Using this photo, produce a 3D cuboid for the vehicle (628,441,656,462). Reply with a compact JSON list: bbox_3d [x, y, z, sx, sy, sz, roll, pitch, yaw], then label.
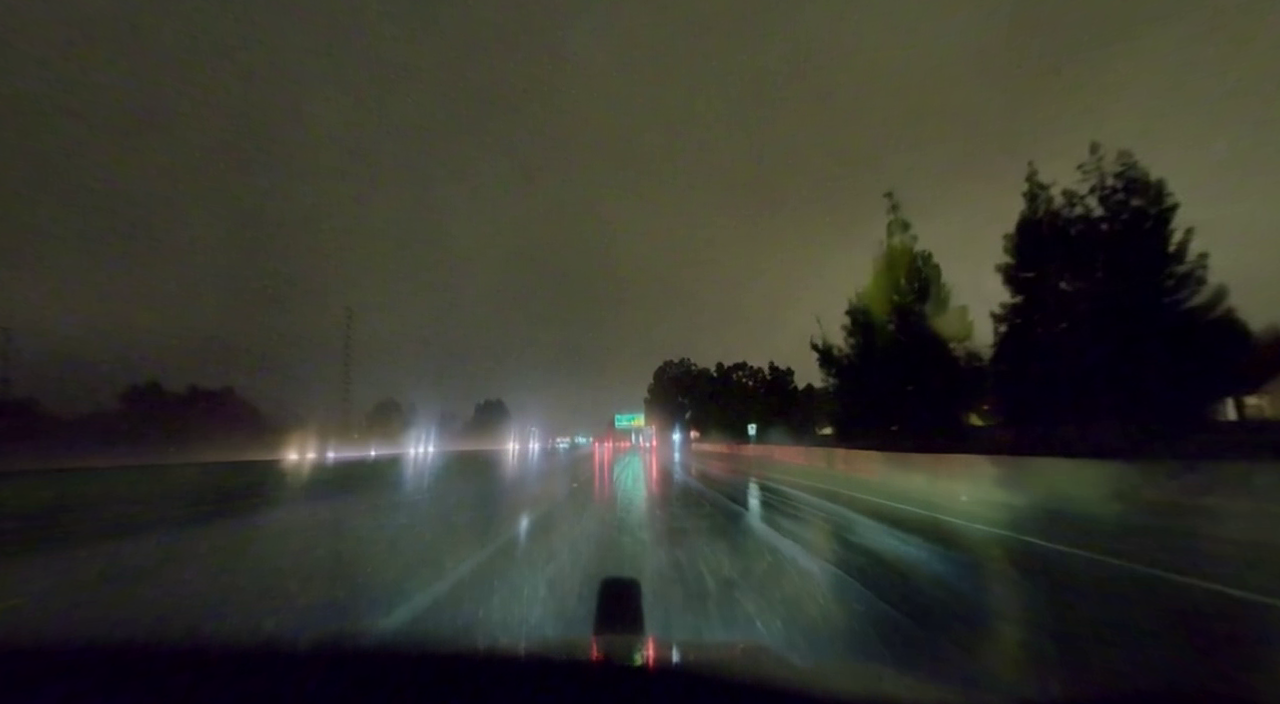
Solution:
[{"bbox_3d":[0.090,7.504,47.768,2.021,1.528,4.154,0,-8,-1],"label":"vehicle"}]
